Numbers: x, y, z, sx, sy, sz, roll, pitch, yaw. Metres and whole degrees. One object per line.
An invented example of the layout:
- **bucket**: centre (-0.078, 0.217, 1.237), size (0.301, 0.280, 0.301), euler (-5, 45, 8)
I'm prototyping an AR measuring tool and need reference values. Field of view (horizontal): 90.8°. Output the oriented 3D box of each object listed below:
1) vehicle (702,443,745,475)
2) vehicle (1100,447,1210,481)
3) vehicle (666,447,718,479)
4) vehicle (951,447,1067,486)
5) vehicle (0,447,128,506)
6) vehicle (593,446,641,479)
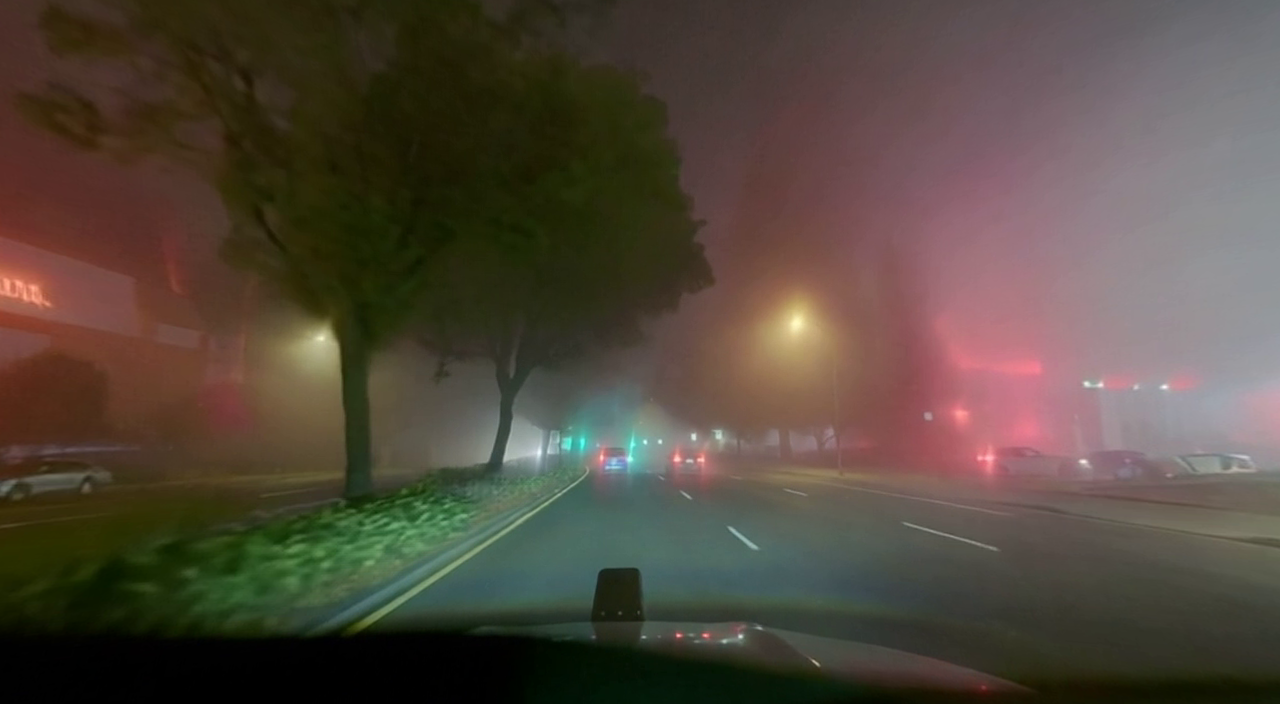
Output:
- **vehicle**: centre (5.549, 7.169, 42.627), size (2.052, 1.990, 4.736), euler (0, -9, -3)
- **vehicle**: centre (31.981, 6.899, 39.404), size (1.956, 1.955, 4.773), euler (4, -10, -28)
- **vehicle**: centre (2.562, 5.638, 32.397), size (1.993, 1.477, 4.240), euler (0, -9, -4)
- **vehicle**: centre (20.022, 6.177, 34.558), size (2.150, 1.966, 5.027), euler (4, -9, -23)
- **vehicle**: centre (-19.644, 3.989, 20.714), size (2.019, 1.687, 4.484), euler (0, -9, -2)
- **vehicle**: centre (-1.126, 5.153, 29.759), size (2.101, 1.444, 4.248), euler (0, -9, -3)
